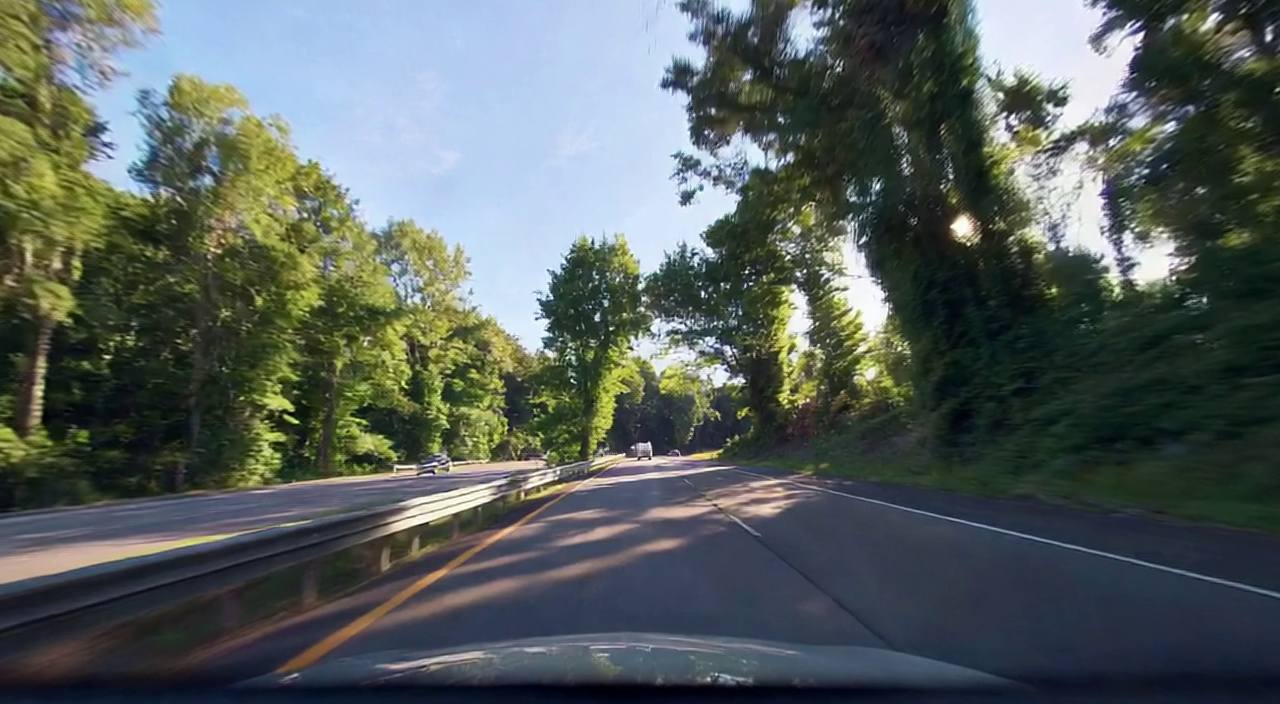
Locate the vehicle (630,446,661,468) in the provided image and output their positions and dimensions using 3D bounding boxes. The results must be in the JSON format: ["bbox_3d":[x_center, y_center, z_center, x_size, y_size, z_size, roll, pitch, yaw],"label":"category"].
[{"bbox_3d":[0.398,7.628,45.753,2.162,1.492,3.975,0,-9,0],"label":"vehicle"}]

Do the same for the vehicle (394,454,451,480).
[{"bbox_3d":[-12.724,6.753,37.099,1.954,1.399,3.750,0,-9,0],"label":"vehicle"}]
